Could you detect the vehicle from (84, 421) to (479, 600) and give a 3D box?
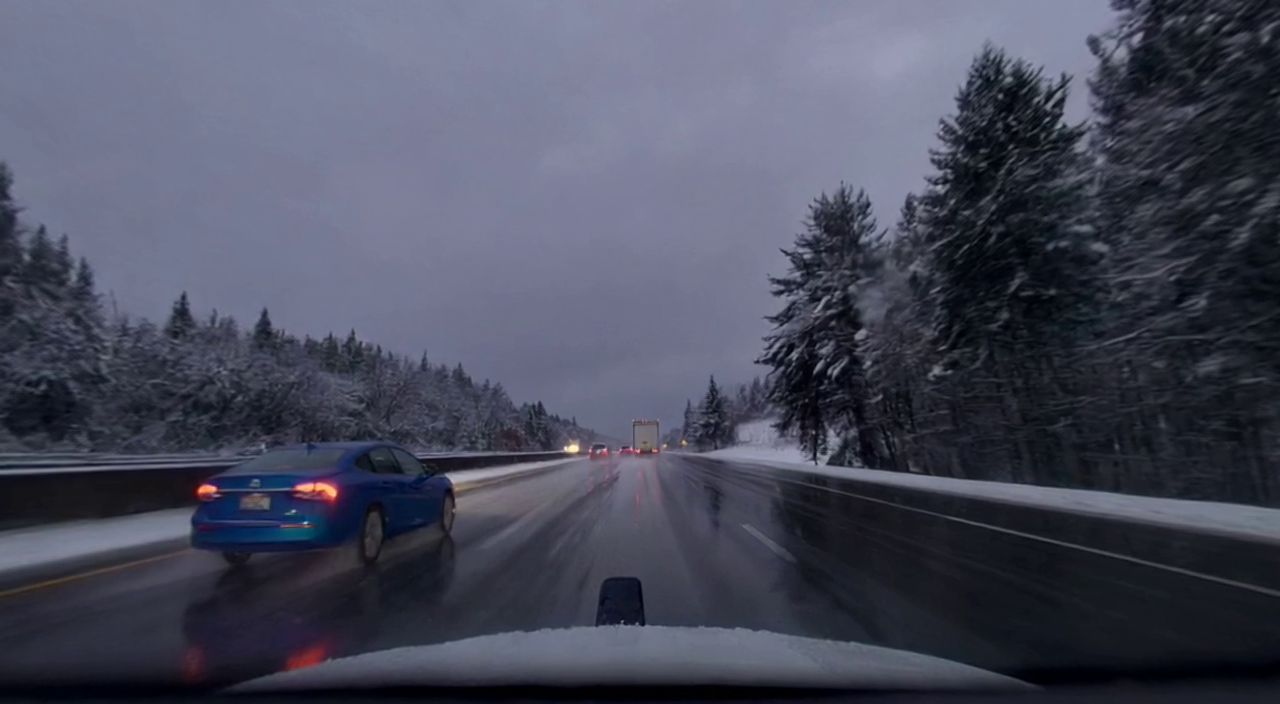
[{"bbox_3d":[-3.756,1.764,7.983,1.999,1.533,4.870,-1,-9,2],"label":"vehicle"}]
